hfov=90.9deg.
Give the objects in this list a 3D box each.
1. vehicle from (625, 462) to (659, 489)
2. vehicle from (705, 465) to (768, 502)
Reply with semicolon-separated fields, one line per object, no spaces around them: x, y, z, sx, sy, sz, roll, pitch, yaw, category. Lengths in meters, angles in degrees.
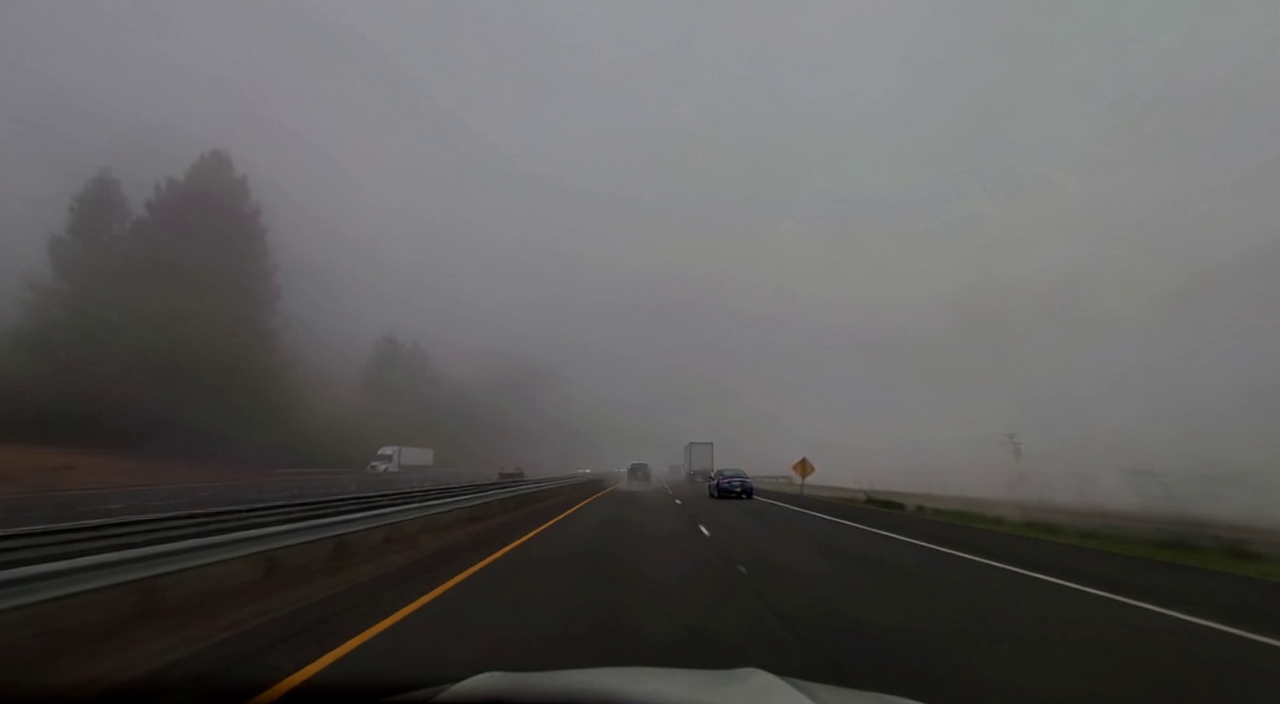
0.155;8.509;43.483;2.212;1.717;4.452;0;-10;1;vehicle
4.367;6.057;29.343;2.073;1.532;4.969;1;-10;-1;vehicle
